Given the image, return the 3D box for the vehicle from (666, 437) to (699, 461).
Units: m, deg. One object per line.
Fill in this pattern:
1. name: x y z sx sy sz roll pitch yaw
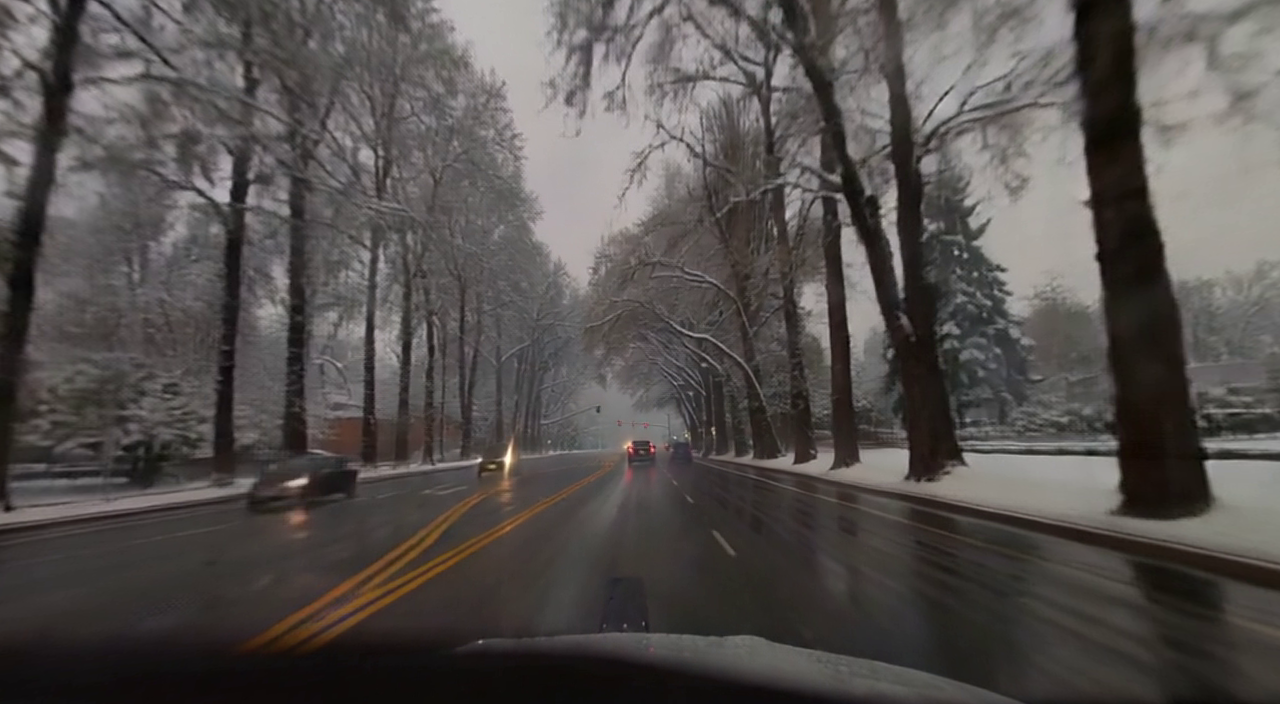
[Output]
1. vehicle: 3.248 7.523 48.976 2.189 1.766 4.495 0 -8 0

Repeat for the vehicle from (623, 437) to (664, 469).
1. vehicle: 0.159 5.572 34.886 2.109 1.612 3.963 0 -8 -1

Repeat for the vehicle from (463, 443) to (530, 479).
1. vehicle: -6.481 4.944 28.995 2.020 1.512 4.296 0 -8 1

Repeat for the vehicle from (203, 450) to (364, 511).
1. vehicle: -10.048 3.607 18.307 1.932 1.484 4.683 0 -8 0
